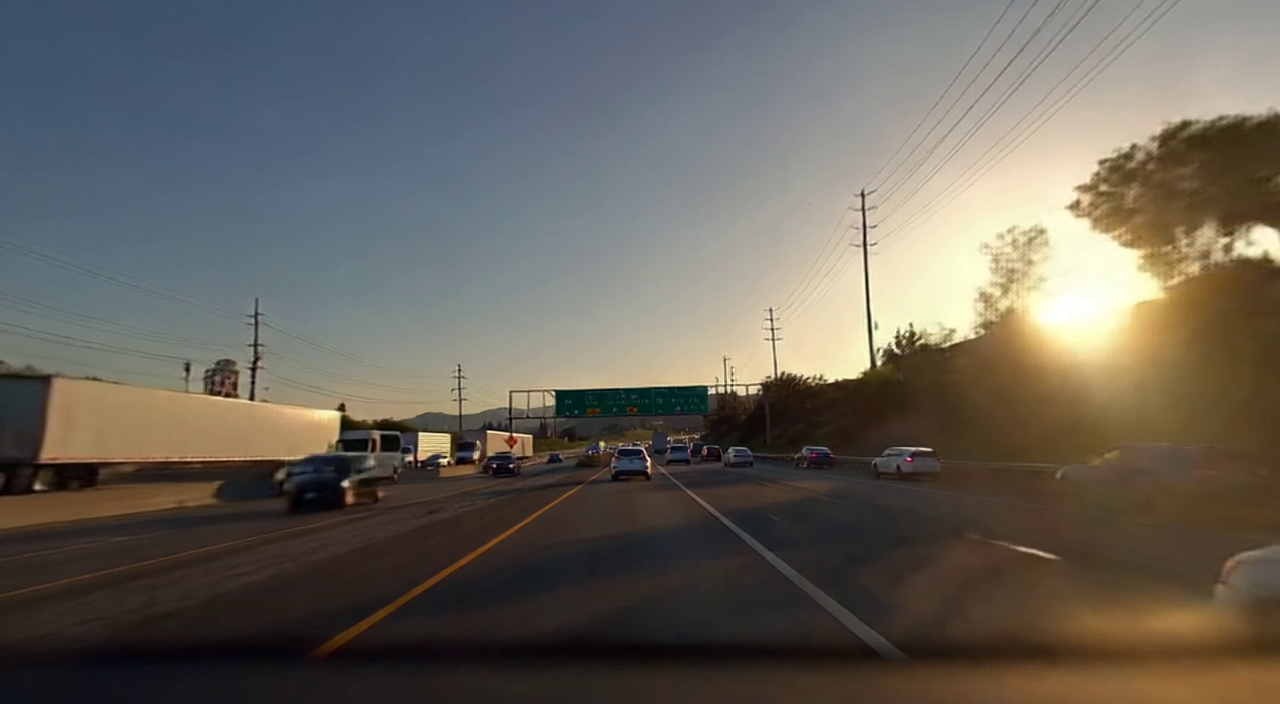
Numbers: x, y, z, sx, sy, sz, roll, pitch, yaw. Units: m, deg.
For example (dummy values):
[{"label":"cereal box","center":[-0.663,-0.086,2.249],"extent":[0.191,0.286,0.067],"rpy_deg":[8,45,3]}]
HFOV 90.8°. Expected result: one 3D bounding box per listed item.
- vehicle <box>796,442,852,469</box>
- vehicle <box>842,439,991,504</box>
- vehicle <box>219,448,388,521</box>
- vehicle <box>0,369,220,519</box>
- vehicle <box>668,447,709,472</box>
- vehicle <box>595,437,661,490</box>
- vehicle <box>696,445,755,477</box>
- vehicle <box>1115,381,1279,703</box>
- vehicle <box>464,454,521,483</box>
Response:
[{"label":"vehicle","center":[11.010,6.221,38.060],"extent":[1.901,1.485,4.483],"rpy_deg":[0,-9,-2]},{"label":"vehicle","center":[7.049,3.074,16.689],"extent":[1.958,1.473,4.201],"rpy_deg":[0,-8,-1]},{"label":"vehicle","center":[-8.069,3.174,15.664],"extent":[1.931,1.541,4.018],"rpy_deg":[0,-9,0]},{"label":"vehicle","center":[-18.356,2.957,20.128],"extent":[3.068,3.921,9.552],"rpy_deg":[0,-9,1]},{"label":"vehicle","center":[3.002,6.710,39.784],"extent":[2.115,1.481,3.968],"rpy_deg":[0,-9,-2]},{"label":"vehicle","center":[-0.455,4.204,24.168],"extent":[2.298,1.809,4.359],"rpy_deg":[0,-9,-1]},{"label":"vehicle","center":[4.166,5.360,31.382],"extent":[1.934,1.461,4.368],"rpy_deg":[1,-9,-5]},{"label":"vehicle","center":[3.407,0.719,1.245],"extent":[1.967,1.547,3.777],"rpy_deg":[0,-9,0]},{"label":"vehicle","center":[-8.253,6.526,35.759],"extent":[2.086,1.477,4.438],"rpy_deg":[0,-9,1]}]
